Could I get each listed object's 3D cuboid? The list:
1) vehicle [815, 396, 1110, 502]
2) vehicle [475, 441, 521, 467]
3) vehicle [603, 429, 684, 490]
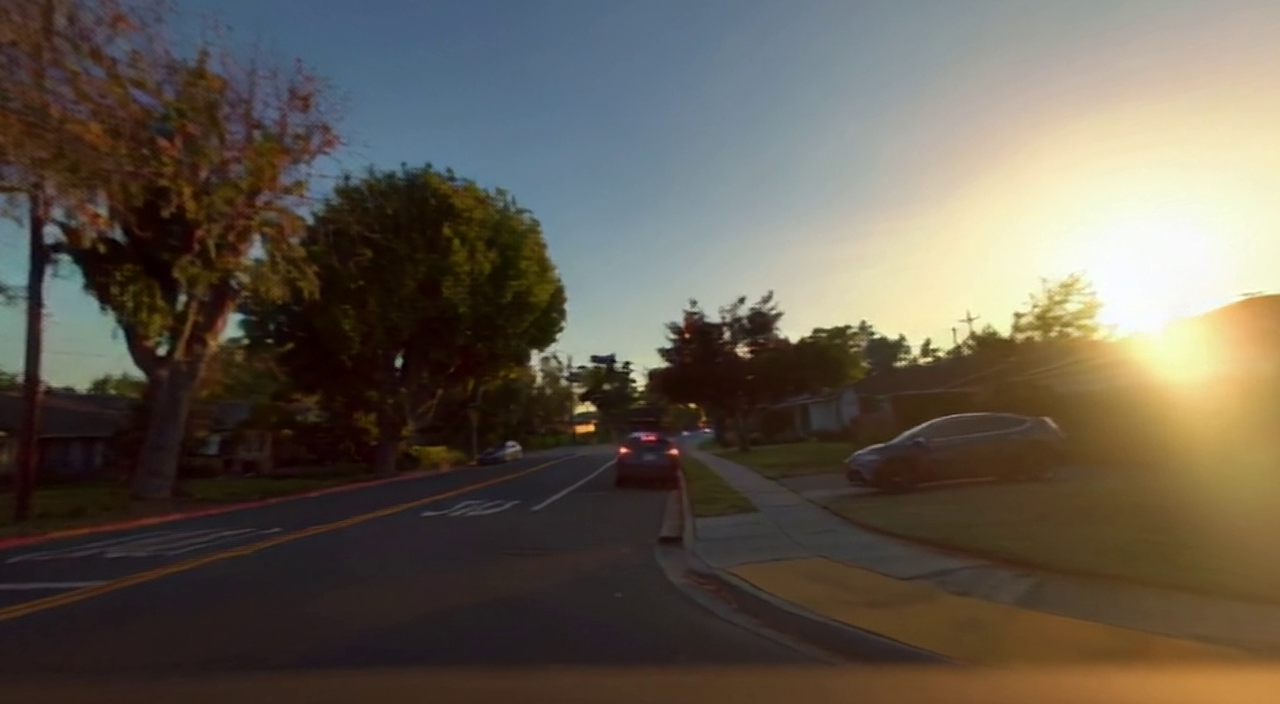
[{"bbox_3d":[6.059,1.906,12.368,4.595,1.620,1.984,-4,-9,4],"label":"vehicle"},{"bbox_3d":[-9.384,6.763,41.797,2.033,1.456,4.370,-4,-8,0],"label":"vehicle"},{"bbox_3d":[0.126,3.311,19.653,2.242,1.661,4.273,0,-8,1],"label":"vehicle"}]
